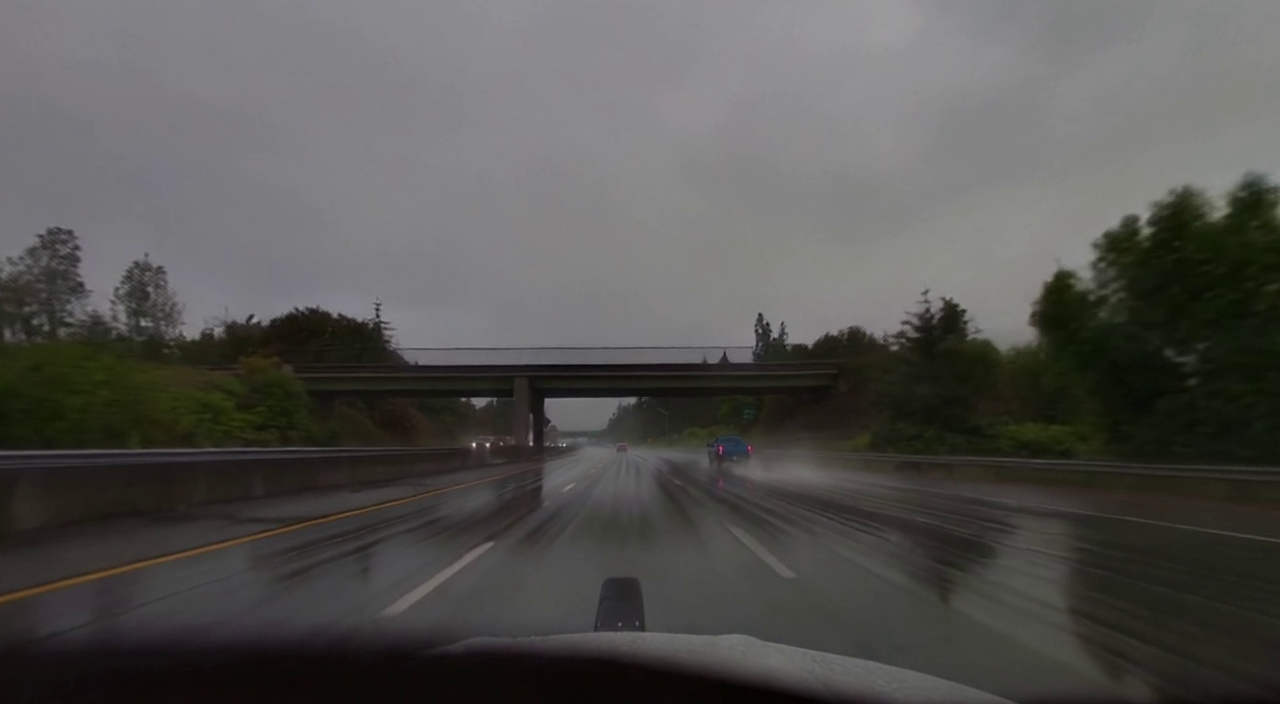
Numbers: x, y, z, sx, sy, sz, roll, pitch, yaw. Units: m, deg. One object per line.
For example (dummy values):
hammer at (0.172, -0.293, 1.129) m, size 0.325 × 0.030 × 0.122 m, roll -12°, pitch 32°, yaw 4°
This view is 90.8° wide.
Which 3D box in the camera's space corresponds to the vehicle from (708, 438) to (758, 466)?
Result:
vehicle at (6.507, 7.072, 44.830) m, size 2.395 × 1.819 × 6.086 m, roll 0°, pitch -8°, yaw -2°
